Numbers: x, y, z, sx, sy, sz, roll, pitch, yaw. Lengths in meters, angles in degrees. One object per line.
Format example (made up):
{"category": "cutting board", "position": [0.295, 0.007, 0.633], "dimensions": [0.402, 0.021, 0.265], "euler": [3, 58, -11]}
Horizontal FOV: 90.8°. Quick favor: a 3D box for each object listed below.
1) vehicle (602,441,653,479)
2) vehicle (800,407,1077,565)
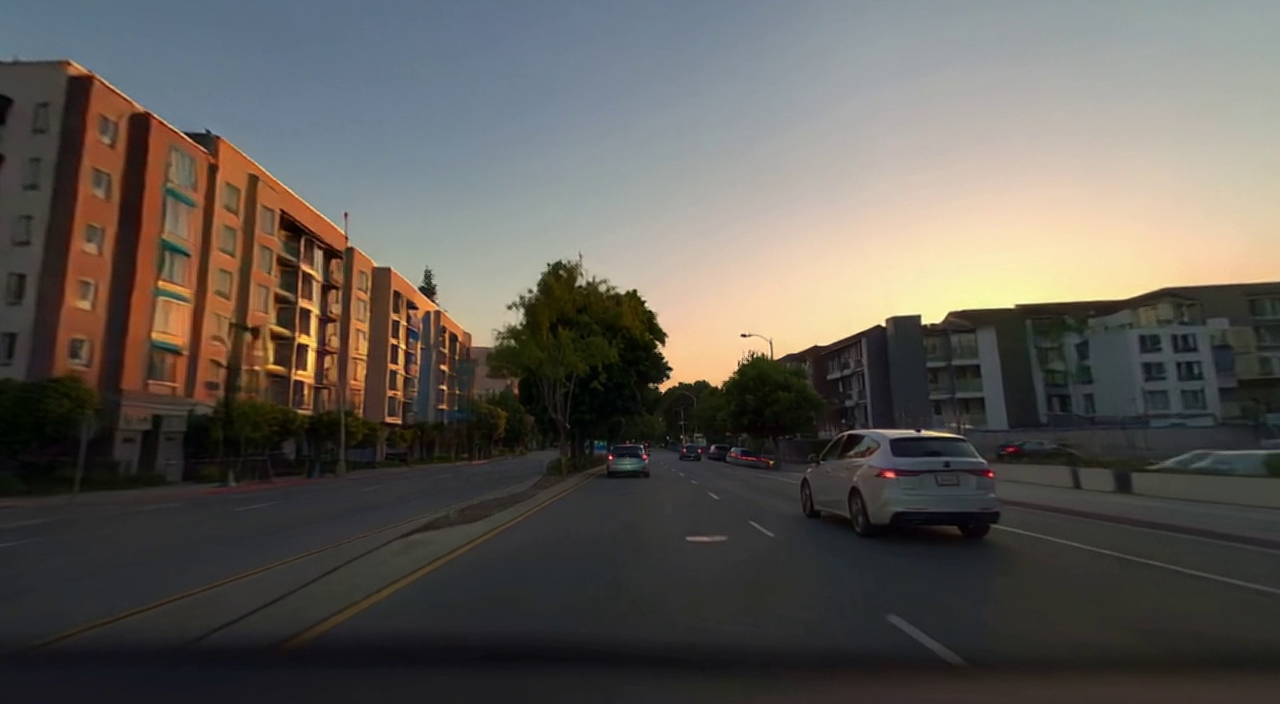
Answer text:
{"category": "vehicle", "position": [-0.457, 4.520, 26.617], "dimensions": [2.006, 1.487, 3.535], "euler": [0, -9, 1]}
{"category": "vehicle", "position": [3.810, 1.783, 9.048], "dimensions": [1.949, 1.723, 4.020], "euler": [0, -9, 0]}
